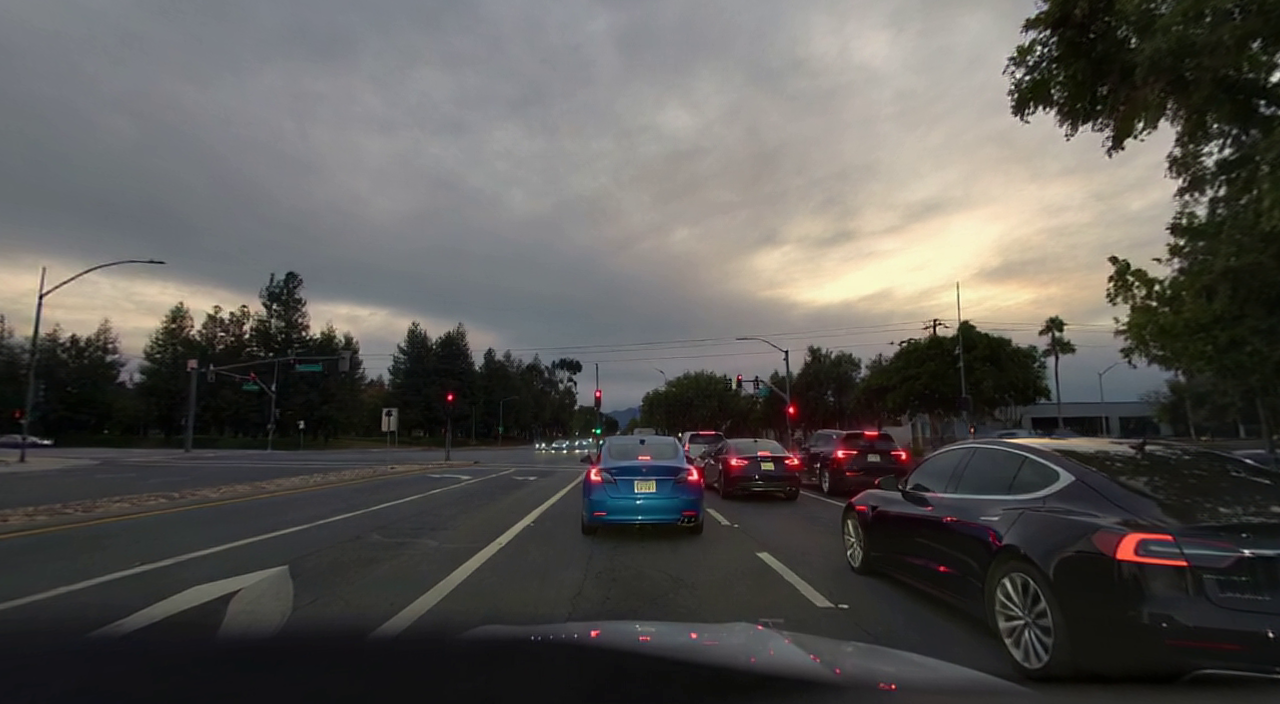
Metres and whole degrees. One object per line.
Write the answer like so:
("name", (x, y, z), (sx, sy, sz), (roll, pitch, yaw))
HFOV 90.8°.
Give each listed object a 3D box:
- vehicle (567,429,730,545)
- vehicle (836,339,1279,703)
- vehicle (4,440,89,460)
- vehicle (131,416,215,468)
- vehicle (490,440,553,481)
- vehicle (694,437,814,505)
("vehicle", (0.029, 2.088, 10.473), (2.147, 1.499, 4.240), (0, -8, -2))
("vehicle", (3.185, 1.111, 4.298), (2.167, 1.676, 4.443), (0, -8, -1))
("vehicle", (-45.162, 7.459, 48.099), (4.418, 1.415, 1.941), (0, -8, -1))
("vehicle", (-29.264, 5.636, 39.703), (2.608, 2.990, 3.026), (2, -8, 2))
("vehicle", (-4.629, 4.292, 25.251), (1.972, 1.457, 4.171), (0, -8, -4))
("vehicle", (2.697, 2.936, 16.034), (2.058, 1.466, 4.208), (0, -8, -3))
